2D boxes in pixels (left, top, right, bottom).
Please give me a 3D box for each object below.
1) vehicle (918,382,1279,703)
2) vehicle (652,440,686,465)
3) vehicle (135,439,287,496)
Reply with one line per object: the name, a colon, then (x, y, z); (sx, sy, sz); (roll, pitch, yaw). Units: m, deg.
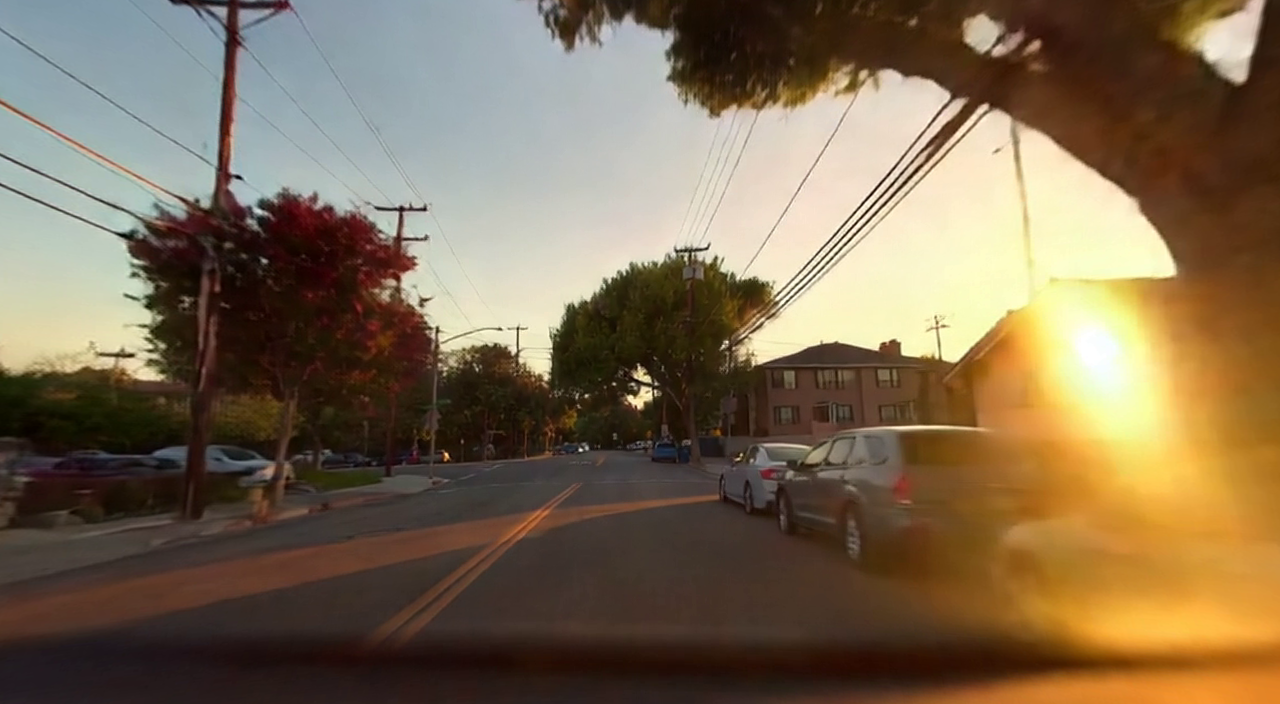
vehicle: (3.326, 0.923, 2.627); (1.895, 1.537, 4.844); (0, -9, -3)
vehicle: (1.982, 7.017, 44.203); (1.999, 1.604, 4.065); (0, -9, -3)
vehicle: (-17.086, 4.561, 25.303); (4.822, 1.868, 2.015); (3, -10, -39)
